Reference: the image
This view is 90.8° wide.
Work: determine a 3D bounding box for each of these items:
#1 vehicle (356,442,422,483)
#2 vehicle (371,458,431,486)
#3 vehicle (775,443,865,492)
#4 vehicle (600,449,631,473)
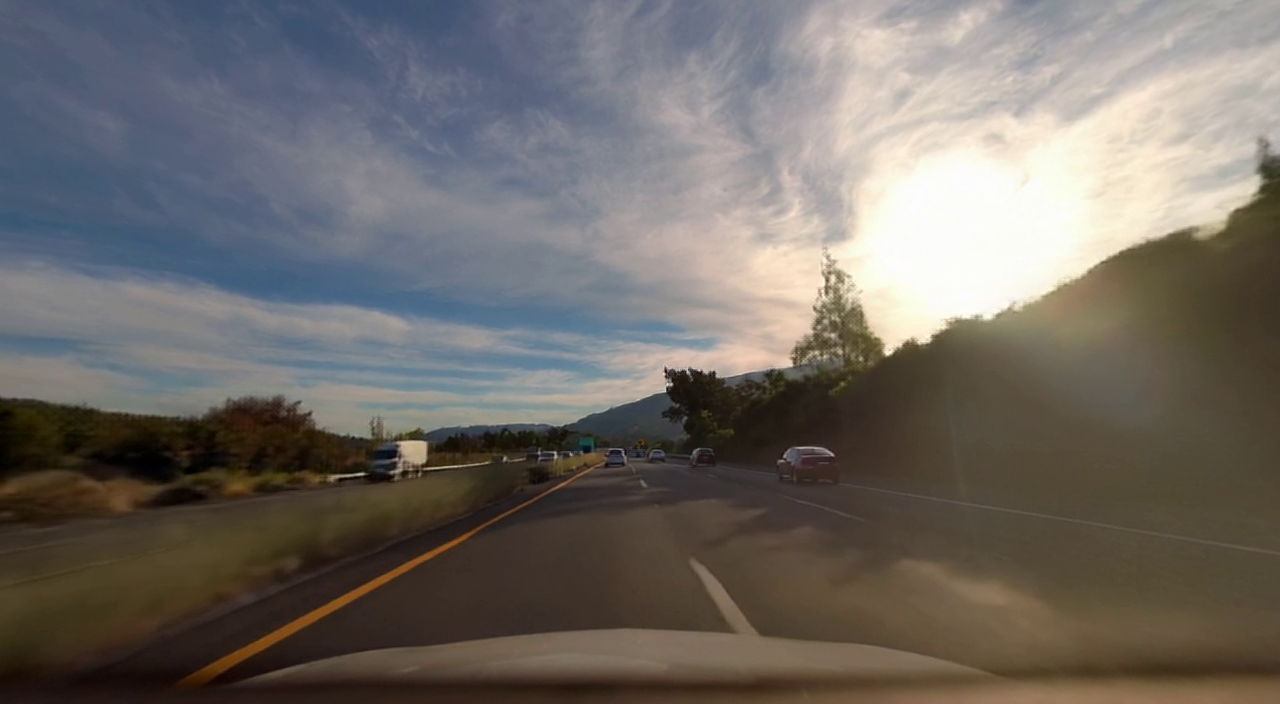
[{"bbox_3d":[-17.615,7.777,44.619,2.368,2.652,5.789,0,-9,-1],"label":"vehicle"},{"bbox_3d":[-13.940,7.011,37.037,1.897,1.488,4.214,0,-9,-1],"label":"vehicle"},{"bbox_3d":[6.239,4.034,22.387,1.903,1.566,3.866,0,-9,-3],"label":"vehicle"},{"bbox_3d":[-1.632,7.388,42.900,2.021,1.507,4.272,0,-9,-1],"label":"vehicle"}]
